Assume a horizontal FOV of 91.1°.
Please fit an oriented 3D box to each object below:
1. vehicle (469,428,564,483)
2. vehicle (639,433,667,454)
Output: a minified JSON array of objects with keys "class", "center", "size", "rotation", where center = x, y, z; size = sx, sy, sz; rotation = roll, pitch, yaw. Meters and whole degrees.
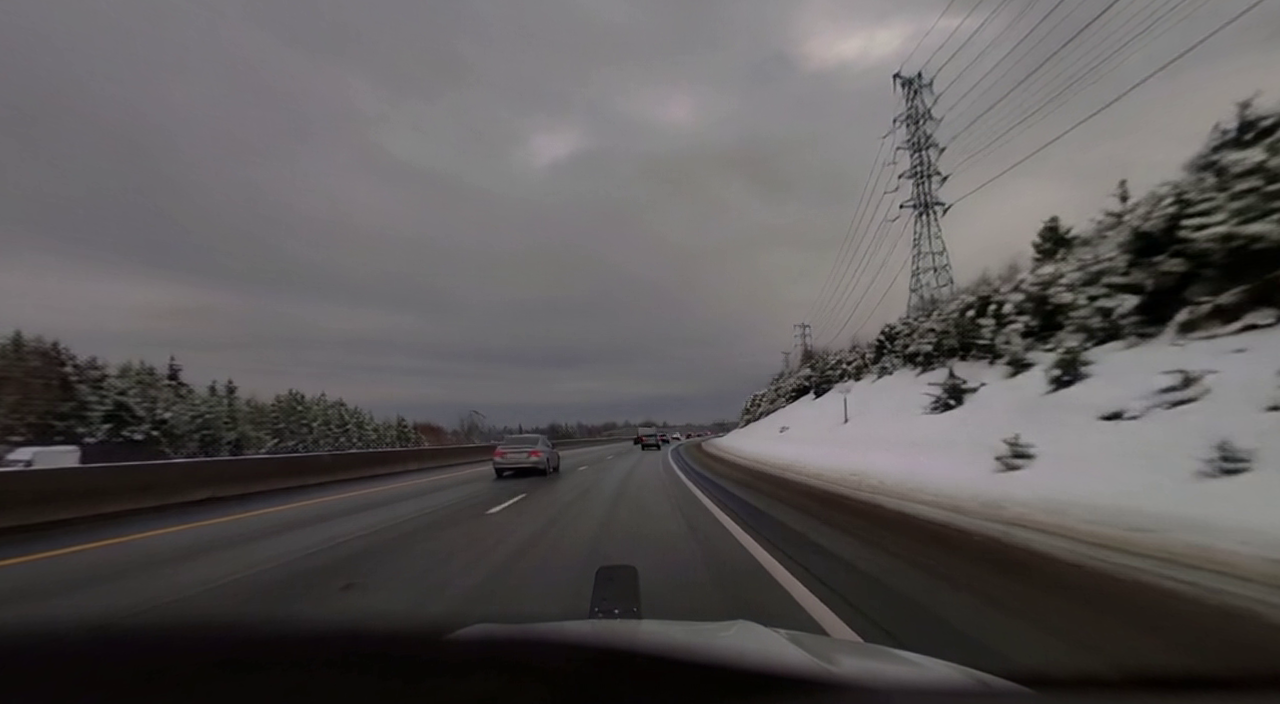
[{"class":"vehicle","center":[-3.750,3.212,19.891],"size":[2.030,1.522,4.250],"rotation":[0,-8,1]},{"class":"vehicle","center":[1.031,6.910,47.480],"size":[2.077,1.523,4.206],"rotation":[0,-8,3]}]
